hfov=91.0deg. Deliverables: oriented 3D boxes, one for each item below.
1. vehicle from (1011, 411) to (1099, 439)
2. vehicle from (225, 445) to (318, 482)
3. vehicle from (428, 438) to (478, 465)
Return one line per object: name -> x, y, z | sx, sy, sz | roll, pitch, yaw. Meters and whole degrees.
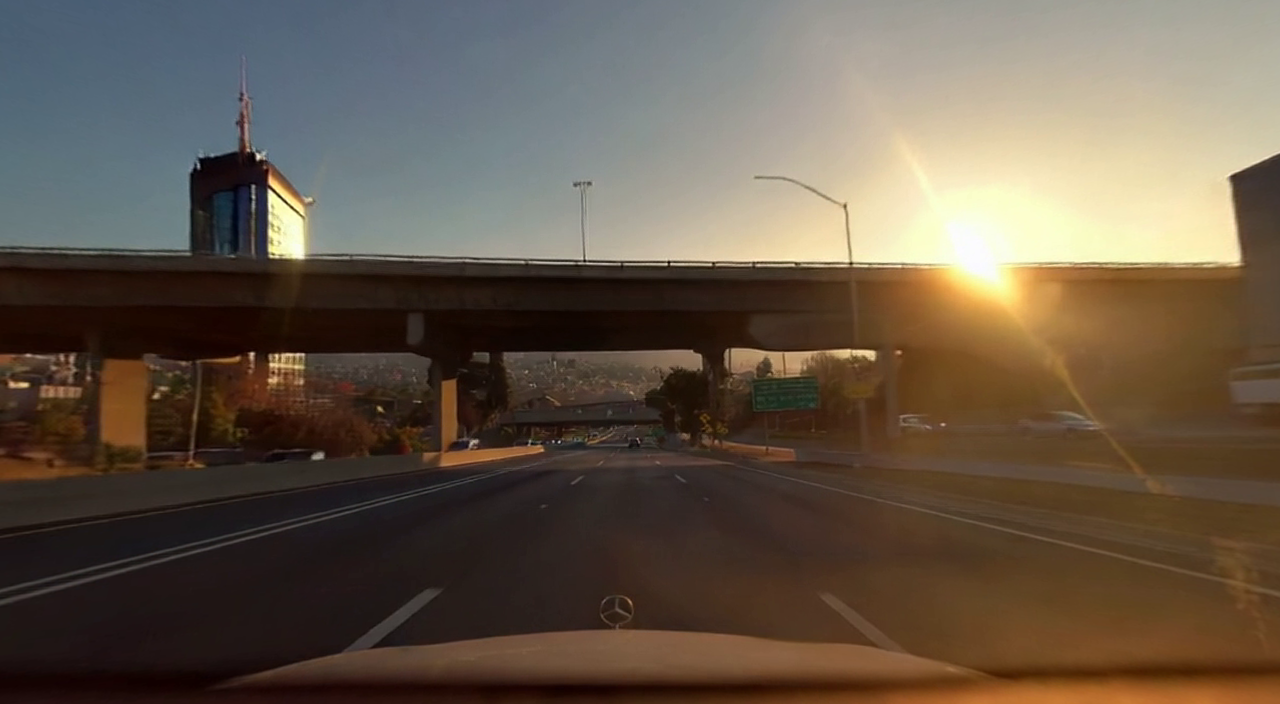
vehicle -> 23.229, 4.164, 35.453 | 1.807, 1.447, 4.441 | 0, -8, -2
vehicle -> -15.397, 4.647, 26.525 | 1.707, 1.418, 3.736 | 0, -8, -1
vehicle -> -12.181, 6.484, 41.275 | 2.008, 1.635, 4.139 | 0, -8, -1
